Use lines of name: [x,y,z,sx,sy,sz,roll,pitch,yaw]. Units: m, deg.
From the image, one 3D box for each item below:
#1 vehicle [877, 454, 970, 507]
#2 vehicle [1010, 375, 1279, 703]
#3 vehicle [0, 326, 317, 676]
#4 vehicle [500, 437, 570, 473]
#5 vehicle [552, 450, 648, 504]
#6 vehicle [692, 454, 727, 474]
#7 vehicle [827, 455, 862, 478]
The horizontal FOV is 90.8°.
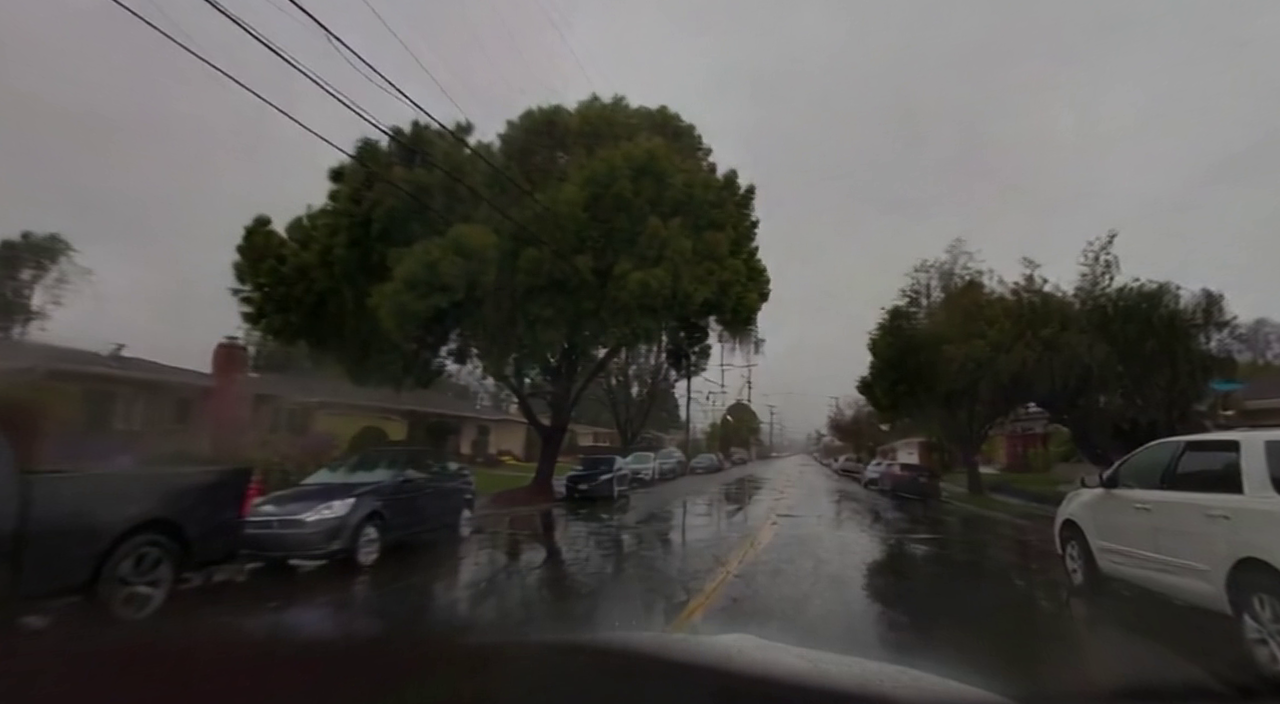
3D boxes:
vehicle: [9.582,4.308,21.746,1.870,1.536,4.568,-1,-9,11]
vehicle: [5.247,1.340,5.165,2.226,1.928,5.339,-2,-9,13]
vehicle: [-4.886,0.829,3.397,2.385,1.967,5.971,-2,-7,10]
vehicle: [-5.856,5.845,36.057,2.232,1.836,5.443,-1,-9,10]
vehicle: [-1.137,3.953,20.585,1.897,1.523,4.626,-2,-9,13]
vehicle: [5.502,8.793,49.841,1.960,1.460,4.425,-2,-10,16]
vehicle: [15.820,8.861,49.124,2.310,1.527,4.705,0,-8,14]
